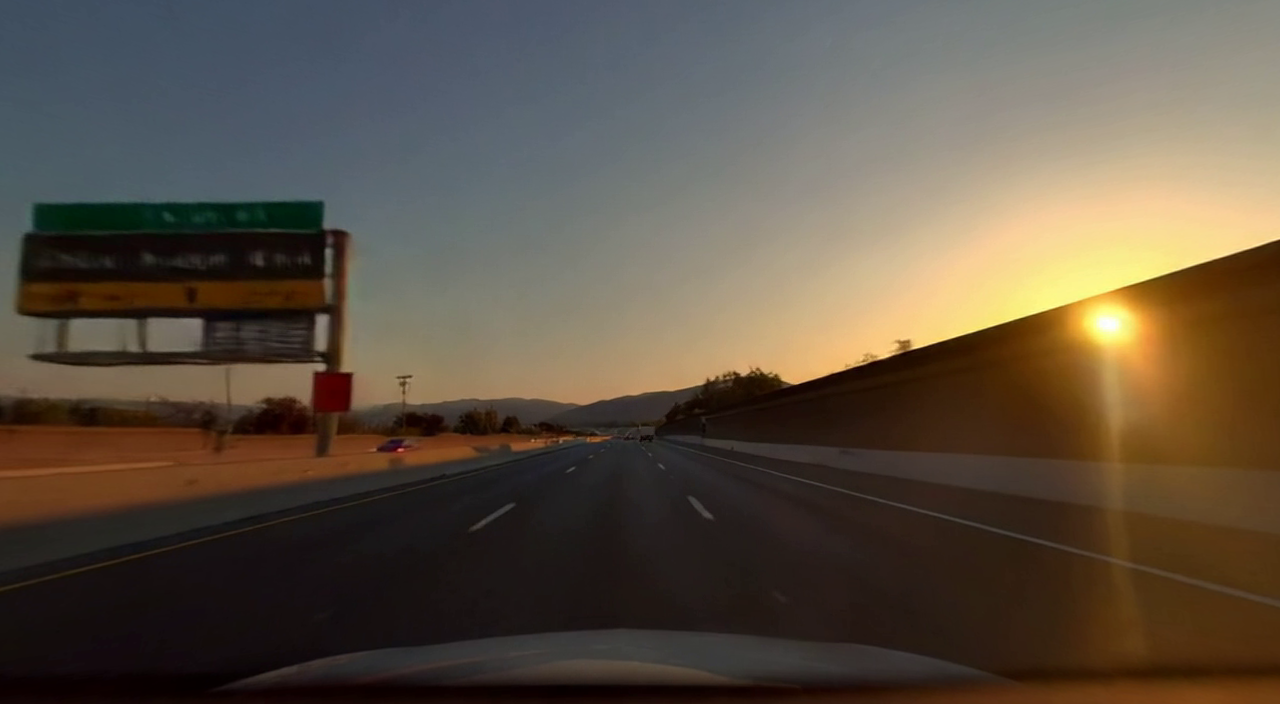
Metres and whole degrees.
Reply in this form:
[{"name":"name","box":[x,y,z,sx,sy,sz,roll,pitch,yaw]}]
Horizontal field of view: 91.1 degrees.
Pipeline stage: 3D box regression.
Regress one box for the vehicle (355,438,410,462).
[{"name":"vehicle","box":[-17.456,6.633,42.873,1.902,1.512,4.474,0,-8,-1]}]
